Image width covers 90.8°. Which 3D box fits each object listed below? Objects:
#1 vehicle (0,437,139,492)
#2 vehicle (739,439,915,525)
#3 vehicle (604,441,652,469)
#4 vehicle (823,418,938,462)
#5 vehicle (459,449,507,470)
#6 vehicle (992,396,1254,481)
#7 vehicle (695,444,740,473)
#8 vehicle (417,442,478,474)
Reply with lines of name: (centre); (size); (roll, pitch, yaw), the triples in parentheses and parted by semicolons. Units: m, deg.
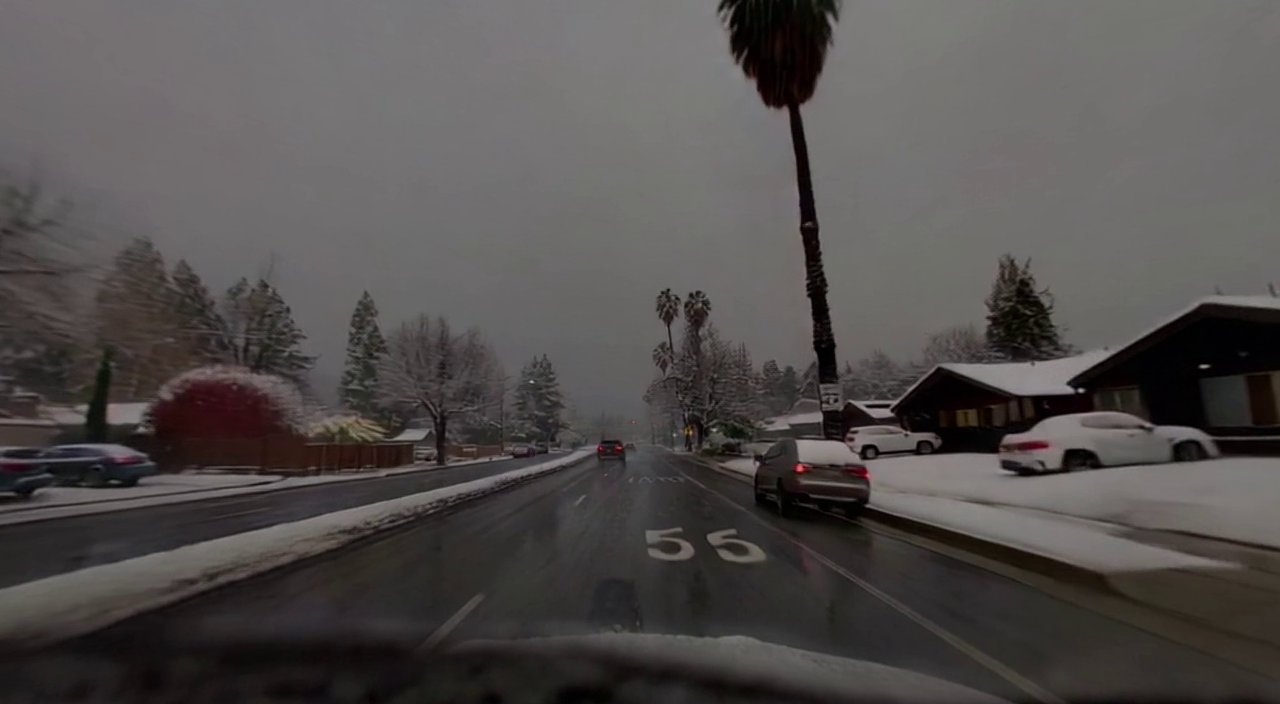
vehicle: (-21.667, 4.174, 23.631); (4.072, 1.928, 1.992); (0, -9, 2)
vehicle: (3.622, 2.617, 13.390); (2.025, 1.456, 4.865); (1, -9, -3)
vehicle: (-0.588, 5.810, 35.769); (2.035, 1.474, 4.284); (-1, -9, 8)
vehicle: (13.424, 4.978, 35.385); (5.550, 2.066, 2.288); (-8, -11, 29)
vehicle: (-11.907, 8.176, 48.260); (1.866, 1.501, 4.681); (-1, -9, 8)
vehicle: (11.918, 2.215, 15.952); (4.710, 1.731, 1.972); (-4, -10, 6)
vehicle: (4.081, 5.696, 33.938); (2.037, 1.425, 4.621); (0, -9, 3)
vehicle: (-12.692, 7.036, 41.950); (2.131, 1.902, 4.924); (-3, -9, 5)
